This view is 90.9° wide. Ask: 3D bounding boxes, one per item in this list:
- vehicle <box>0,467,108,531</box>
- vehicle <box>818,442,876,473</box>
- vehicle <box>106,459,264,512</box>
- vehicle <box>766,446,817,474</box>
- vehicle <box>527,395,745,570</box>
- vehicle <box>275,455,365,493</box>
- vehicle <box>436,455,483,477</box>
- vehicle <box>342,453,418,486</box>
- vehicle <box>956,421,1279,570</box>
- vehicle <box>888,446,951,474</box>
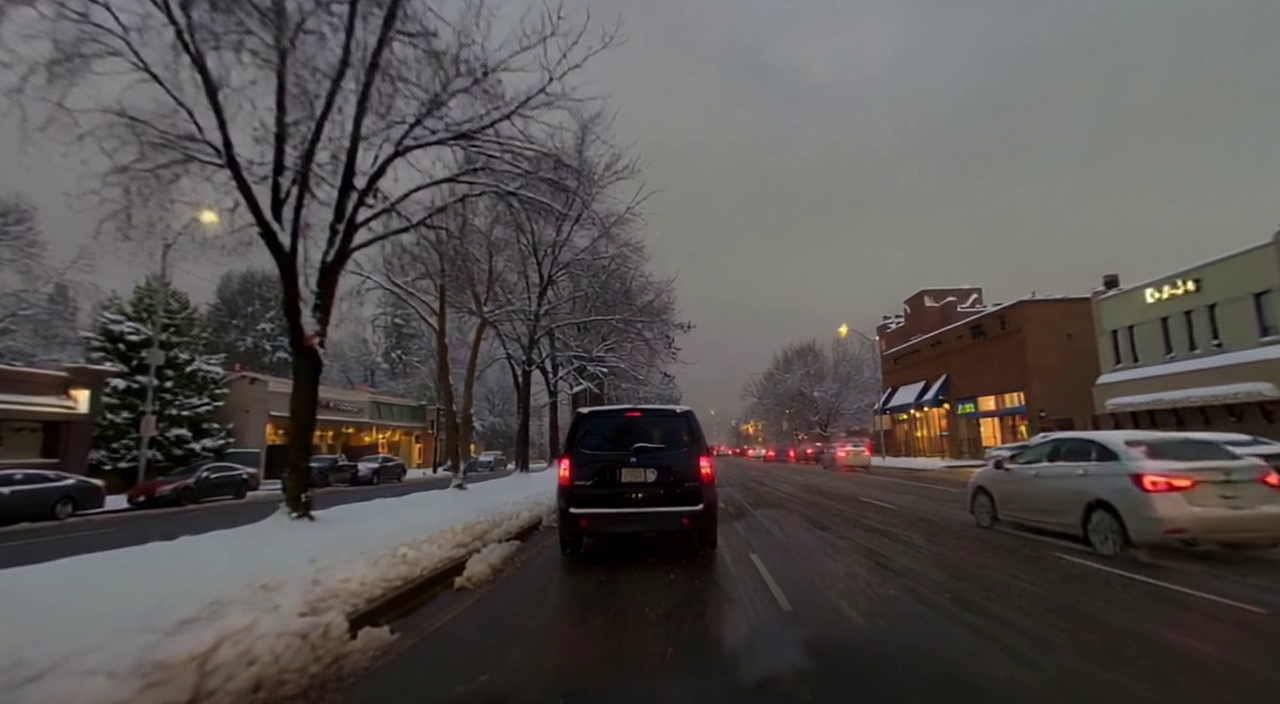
[{"bbox_3d":[-15.491,3.481,14.955,1.797,1.351,4.300,-1,-8,5],"label":"vehicle"},{"bbox_3d":[12.330,6.305,37.860,2.040,1.738,4.414,0,-8,1],"label":"vehicle"},{"bbox_3d":[-14.954,4.369,21.110,1.877,1.445,4.436,0,-8,2],"label":"vehicle"},{"bbox_3d":[8.394,5.977,35.195,1.886,1.464,4.290,0,-8,2],"label":"vehicle"},{"bbox_3d":[0.090,1.744,9.186,2.344,1.863,4.665,-1,-8,4],"label":"vehicle"},{"bbox_3d":[-14.666,5.579,29.177,1.947,1.558,4.065,0,-8,2],"label":"vehicle"},{"bbox_3d":[-13.475,8.491,47.328,1.995,1.466,4.580,0,-8,2],"label":"vehicle"},{"bbox_3d":[-14.185,6.404,34.775,1.921,1.621,4.930,-1,-8,3],"label":"vehicle"},{"bbox_3d":[6.674,1.851,9.059,1.928,1.529,4.917,-1,-8,3],"label":"vehicle"},{"bbox_3d":[15.382,5.965,34.938,1.916,1.452,3.811,0,-9,4],"label":"vehicle"}]
